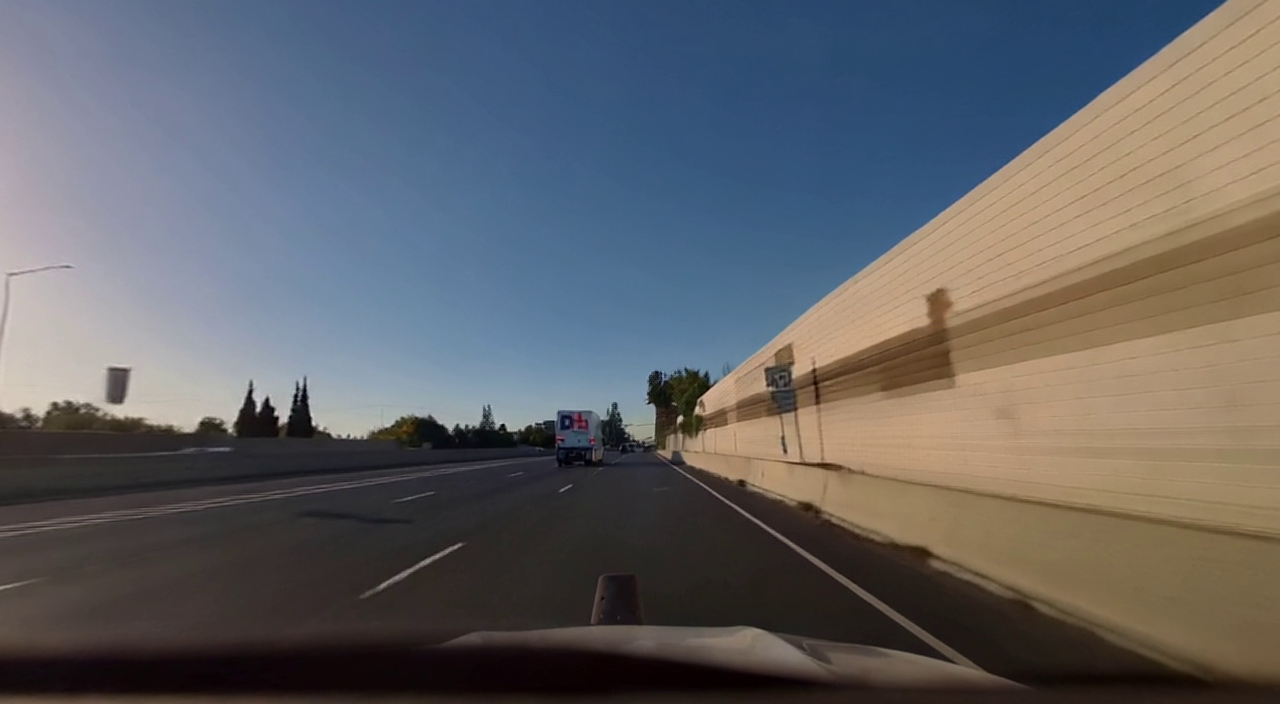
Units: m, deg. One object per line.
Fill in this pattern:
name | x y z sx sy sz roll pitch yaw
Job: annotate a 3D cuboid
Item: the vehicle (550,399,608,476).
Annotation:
vehicle | -3.557 5.295 38.955 2.796 4.184 8.554 1 -8 0
